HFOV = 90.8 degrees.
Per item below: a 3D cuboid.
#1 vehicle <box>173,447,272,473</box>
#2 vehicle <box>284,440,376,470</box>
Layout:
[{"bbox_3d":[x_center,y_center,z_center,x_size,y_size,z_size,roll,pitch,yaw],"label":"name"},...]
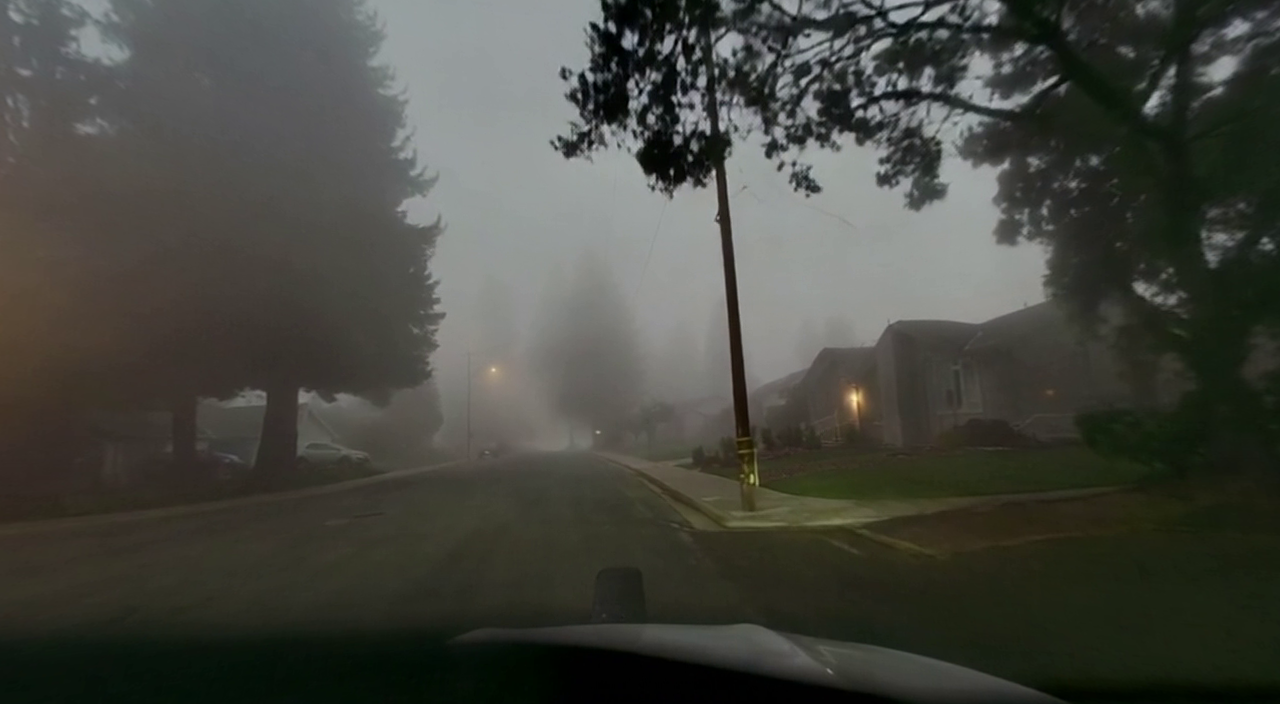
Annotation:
[{"bbox_3d":[-25.052,6.489,38.060,4.531,1.470,1.855,0,-9,-4],"label":"vehicle"},{"bbox_3d":[-18.746,6.242,38.378,4.559,1.745,1.918,1,-9,-8],"label":"vehicle"}]
